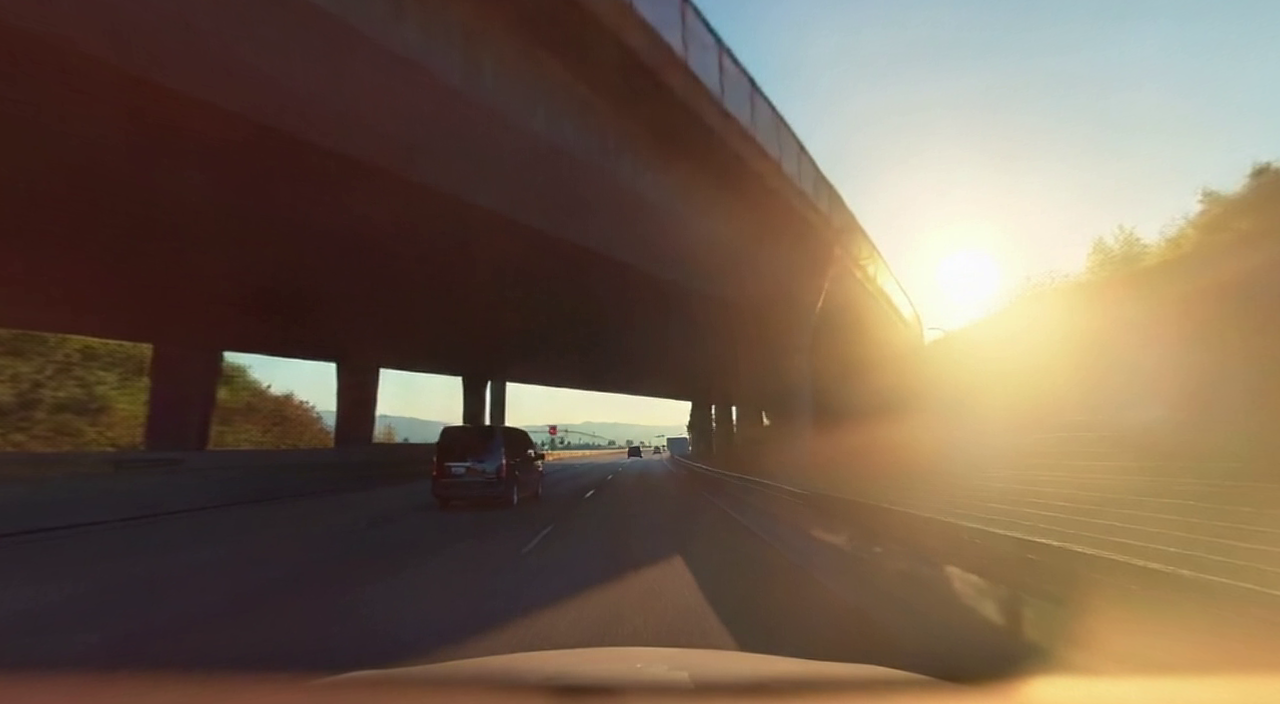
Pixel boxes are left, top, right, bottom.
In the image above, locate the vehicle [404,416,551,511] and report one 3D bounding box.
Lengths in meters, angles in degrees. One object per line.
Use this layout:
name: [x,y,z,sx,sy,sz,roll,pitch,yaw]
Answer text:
vehicle: [-3.663,2.667,15.383,2.167,1.929,5.037,0,-9,1]
